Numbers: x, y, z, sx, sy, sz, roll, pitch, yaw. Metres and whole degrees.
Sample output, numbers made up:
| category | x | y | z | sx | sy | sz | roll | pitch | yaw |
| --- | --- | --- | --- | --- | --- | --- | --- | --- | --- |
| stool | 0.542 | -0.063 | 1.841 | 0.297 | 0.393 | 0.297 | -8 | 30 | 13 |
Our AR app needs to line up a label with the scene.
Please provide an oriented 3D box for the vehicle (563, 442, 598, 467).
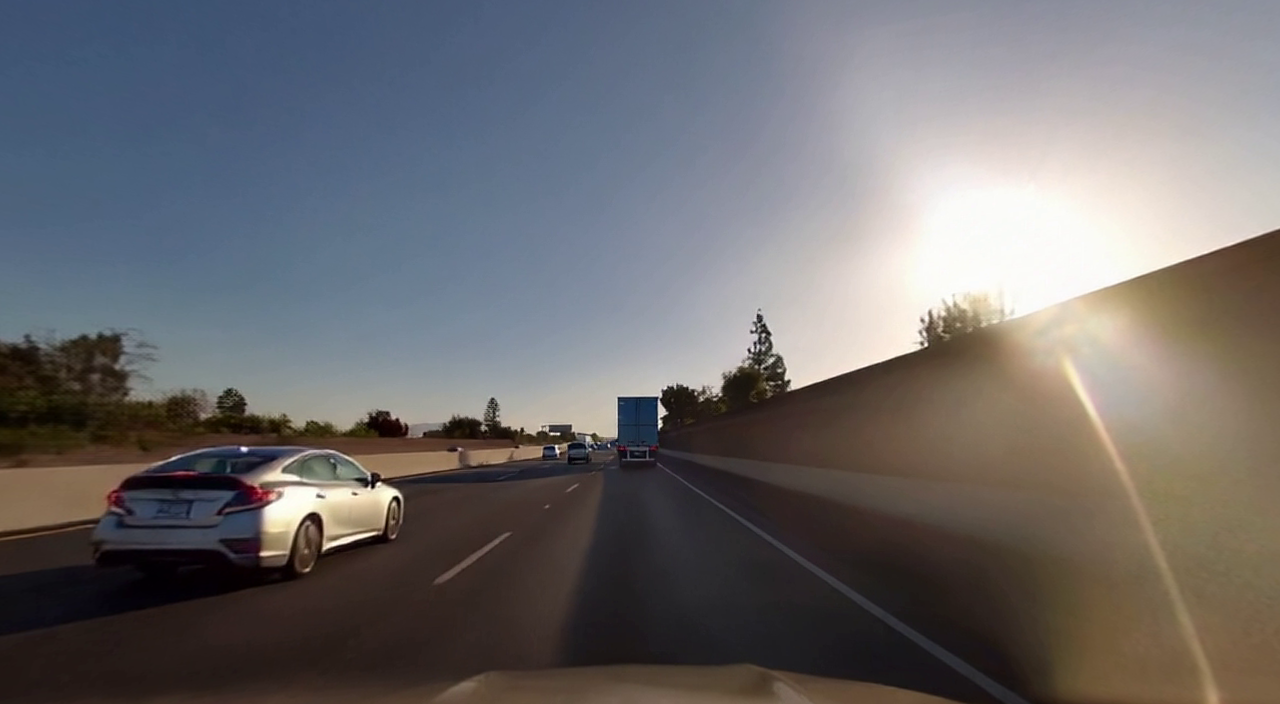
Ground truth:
| category | x | y | z | sx | sy | sz | roll | pitch | yaw |
| --- | --- | --- | --- | --- | --- | --- | --- | --- | --- |
| vehicle | -3.969 | 6.910 | 42.284 | 2.006 | 1.572 | 4.082 | 0 | -9 | -1 |

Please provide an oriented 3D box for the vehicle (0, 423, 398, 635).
| category | x | y | z | sx | sy | sz | roll | pitch | yaw |
| --- | --- | --- | --- | --- | --- | --- | --- | --- | --- |
| vehicle | -4.220 | 1.580 | 6.500 | 1.895 | 1.500 | 3.808 | 0 | -9 | 0 |

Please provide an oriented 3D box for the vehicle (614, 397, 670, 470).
| category | x | y | z | sx | sy | sz | roll | pitch | yaw |
| --- | --- | --- | --- | --- | --- | --- | --- | --- | --- |
| vehicle | 0.040 | 5.433 | 40.784 | 3.123 | 4.094 | 10.812 | 0 | -9 | -1 |
